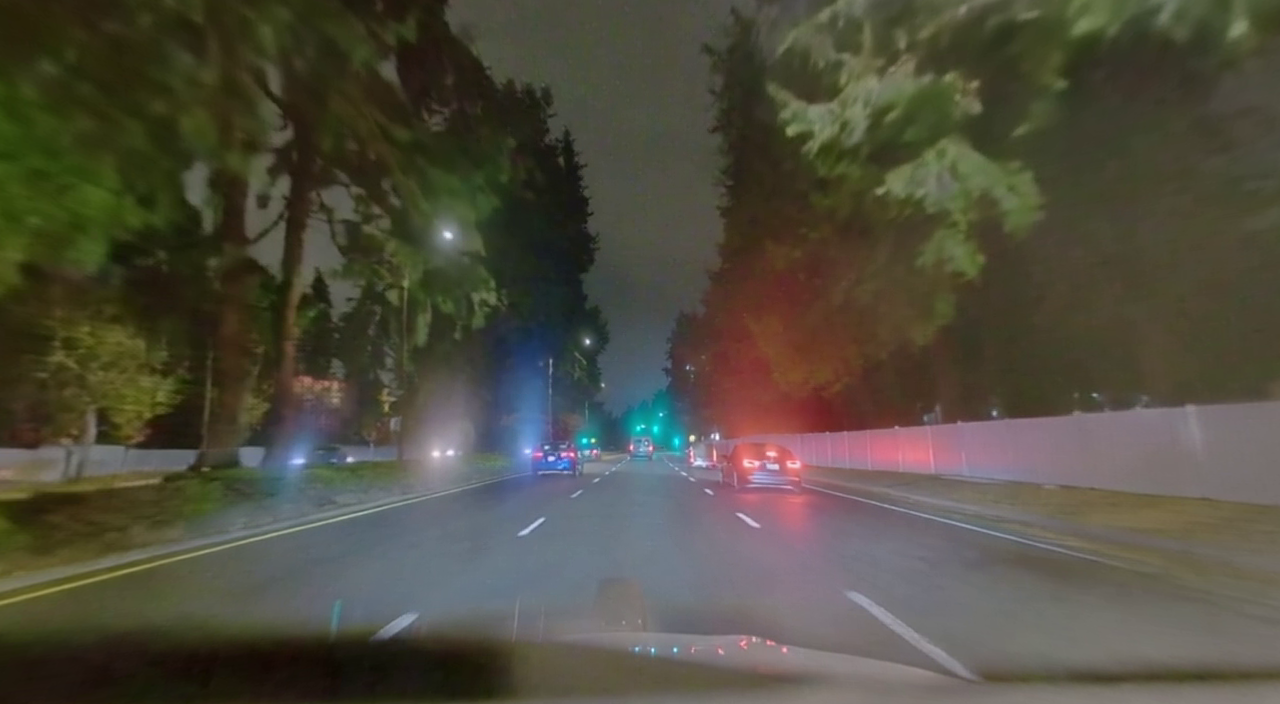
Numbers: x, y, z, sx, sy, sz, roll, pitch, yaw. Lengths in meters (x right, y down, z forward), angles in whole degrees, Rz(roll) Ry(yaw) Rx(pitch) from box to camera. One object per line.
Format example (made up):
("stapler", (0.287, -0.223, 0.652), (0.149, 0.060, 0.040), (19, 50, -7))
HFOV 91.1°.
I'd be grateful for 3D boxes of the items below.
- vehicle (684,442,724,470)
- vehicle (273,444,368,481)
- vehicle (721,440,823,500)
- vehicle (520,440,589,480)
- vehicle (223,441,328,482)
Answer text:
("vehicle", (3.847, 6.295, 38.204), (1.905, 1.520, 4.340), (1, -8, -1))
("vehicle", (-13.803, 4.765, 27.453), (1.816, 1.484, 4.356), (0, -8, 0))
("vehicle", (3.580, 3.271, 17.827), (1.945, 1.469, 4.258), (0, -8, 0))
("vehicle", (-3.340, 4.312, 25.423), (2.036, 1.474, 4.647), (0, -8, 1))
("vehicle", (-17.647, 5.293, 30.735), (2.107, 1.796, 5.011), (0, -8, 0))
